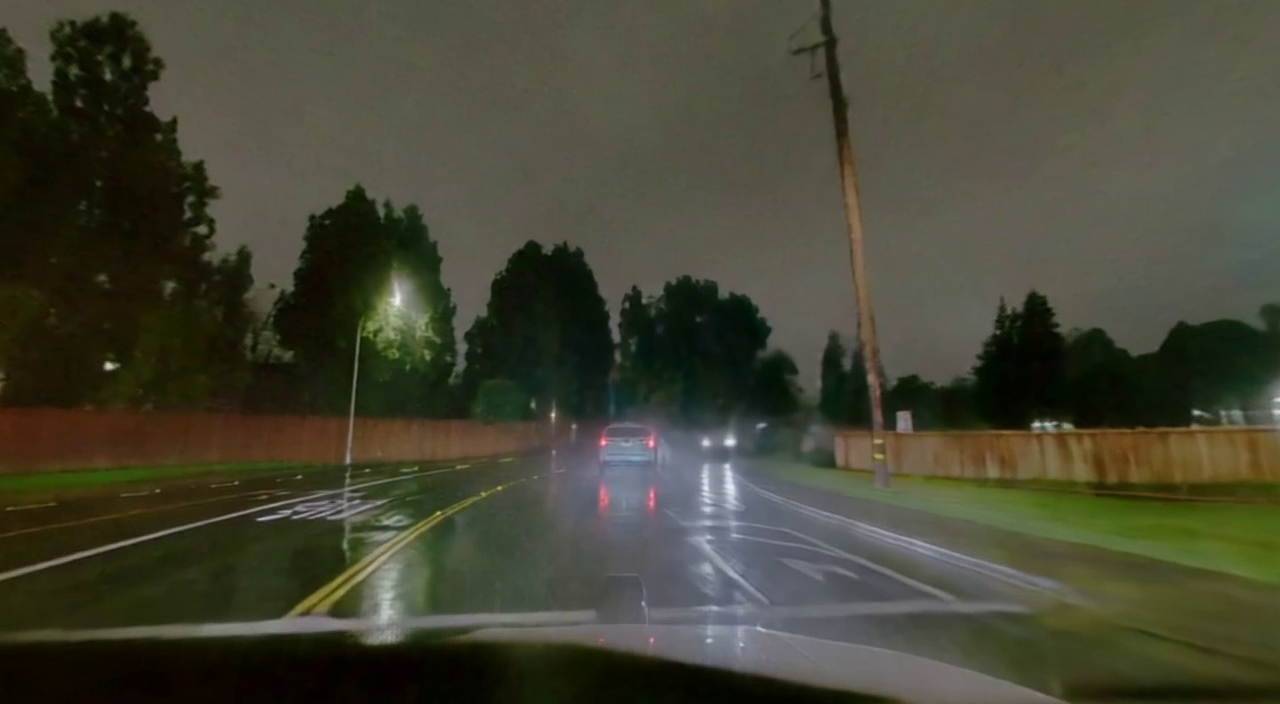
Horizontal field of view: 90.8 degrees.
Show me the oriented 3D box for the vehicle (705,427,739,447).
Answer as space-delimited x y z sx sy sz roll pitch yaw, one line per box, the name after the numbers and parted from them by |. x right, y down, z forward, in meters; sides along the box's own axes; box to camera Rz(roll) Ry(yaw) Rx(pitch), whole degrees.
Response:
6.546 6.729 49.970 1.929 1.476 4.655 -2 -9 17 | vehicle

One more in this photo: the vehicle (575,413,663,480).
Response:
-0.515 2.960 19.803 2.230 1.827 4.580 -1 -8 5 | vehicle
